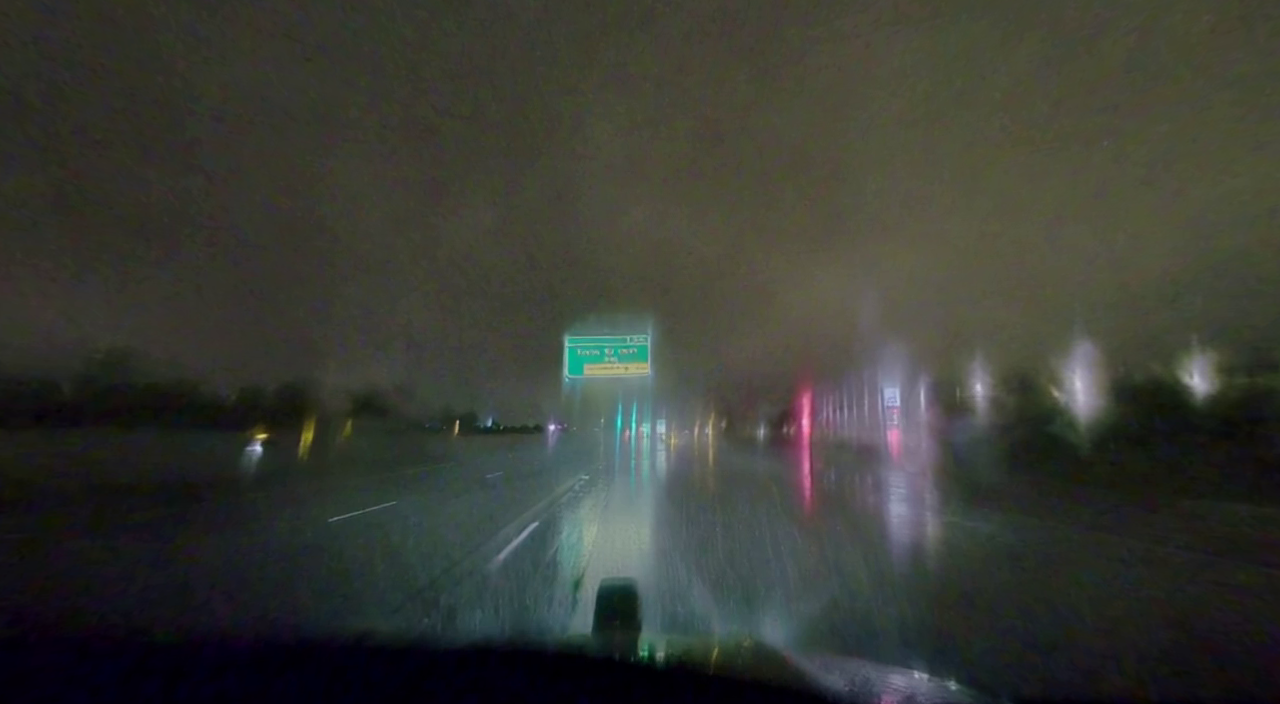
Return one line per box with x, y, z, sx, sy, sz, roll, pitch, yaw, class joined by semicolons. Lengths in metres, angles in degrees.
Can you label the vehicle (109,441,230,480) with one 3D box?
-20.064;4.599;27.074;1.877;1.522;4.259;0;-8;0;vehicle
